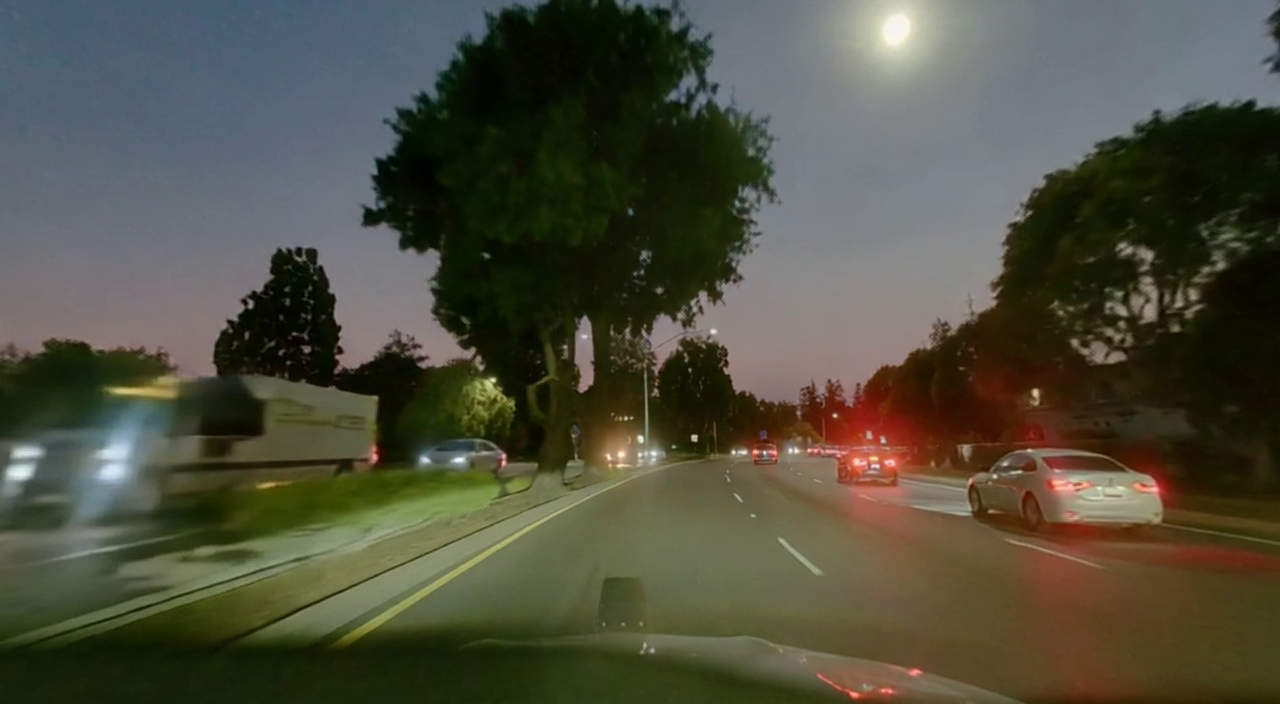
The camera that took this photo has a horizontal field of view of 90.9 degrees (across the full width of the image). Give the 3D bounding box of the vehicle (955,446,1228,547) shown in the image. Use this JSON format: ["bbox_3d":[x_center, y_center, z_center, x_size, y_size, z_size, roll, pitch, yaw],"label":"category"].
[{"bbox_3d":[7.487,2.373,11.155,1.783,1.386,4.433,-1,-8,4],"label":"vehicle"}]

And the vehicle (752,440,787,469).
[{"bbox_3d":[8.192,6.512,40.208,1.991,1.684,4.127,-2,-8,9],"label":"vehicle"}]

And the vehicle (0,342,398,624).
[{"bbox_3d":[-5.257,1.427,7.862,2.334,2.214,5.724,0,-8,-2],"label":"vehicle"}]

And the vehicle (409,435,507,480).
[{"bbox_3d":[-7.159,4.207,25.362,2.126,1.637,4.509,-1,-8,7],"label":"vehicle"}]

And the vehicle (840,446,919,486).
[{"bbox_3d":[9.649,4.584,25.764,1.855,1.444,4.389,-1,-8,6],"label":"vehicle"}]
